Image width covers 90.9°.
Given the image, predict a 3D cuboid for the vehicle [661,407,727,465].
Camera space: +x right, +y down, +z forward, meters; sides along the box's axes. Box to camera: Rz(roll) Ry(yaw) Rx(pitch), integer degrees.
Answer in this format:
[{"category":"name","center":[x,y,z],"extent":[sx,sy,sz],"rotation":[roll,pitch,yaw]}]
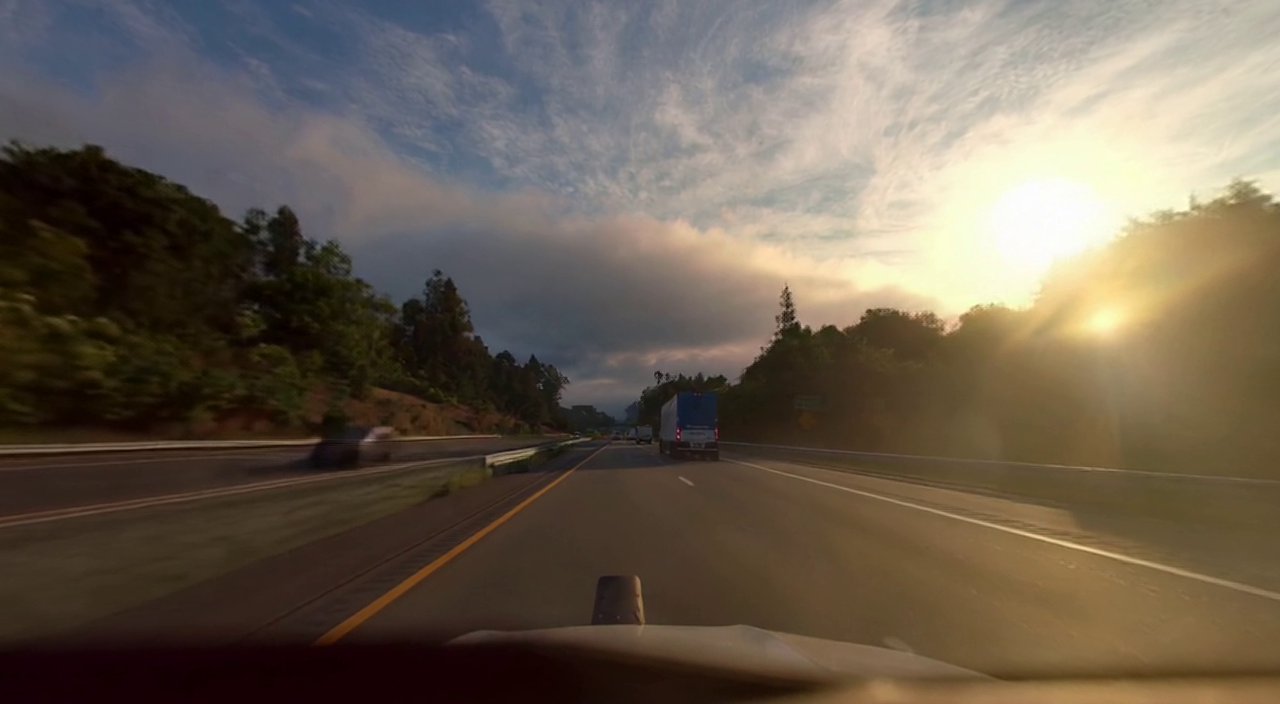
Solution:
[{"category":"vehicle","center":[2.524,4.199,31.628],"extent":[2.570,2.596,6.082],"rotation":[0,-8,-2]}]

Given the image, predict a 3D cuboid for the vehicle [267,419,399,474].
[{"category":"vehicle","center":[-9.086,2.831,19.125],"extent":[1.865,1.454,4.375],"rotation":[0,-8,-1]}]
